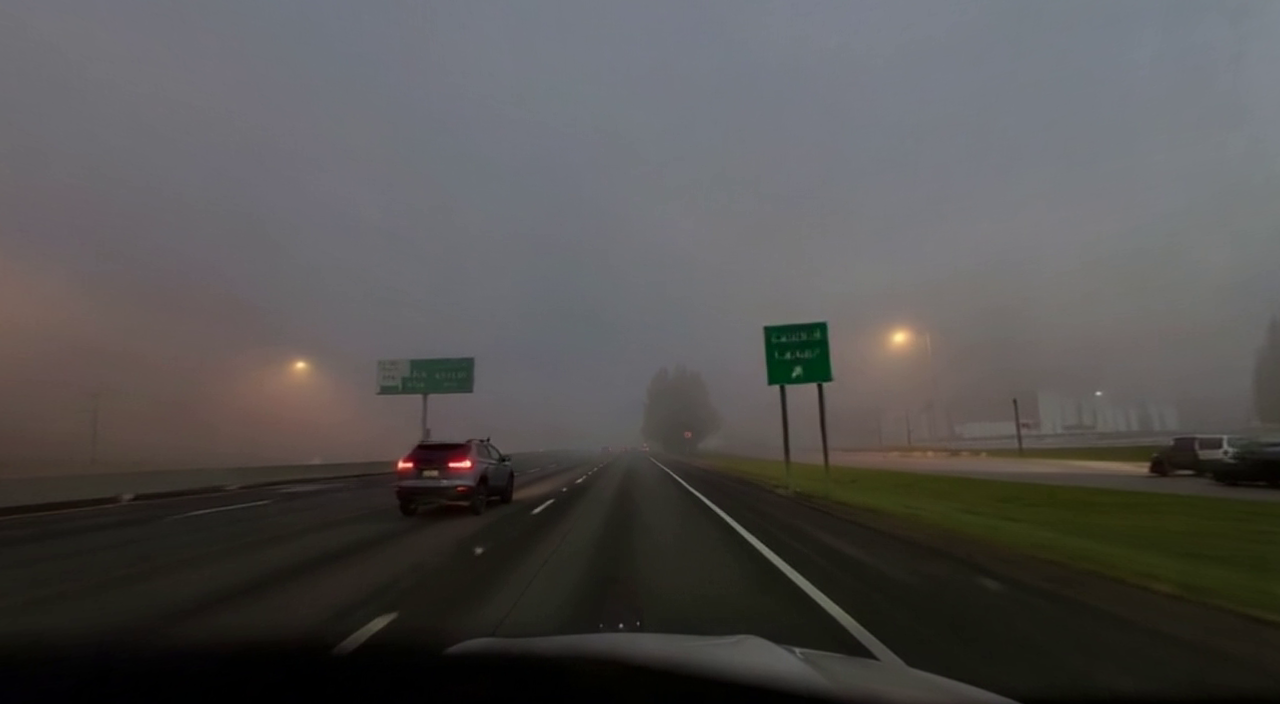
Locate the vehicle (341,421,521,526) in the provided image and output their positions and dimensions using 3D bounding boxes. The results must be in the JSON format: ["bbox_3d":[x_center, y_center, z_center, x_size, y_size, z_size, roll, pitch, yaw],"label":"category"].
[{"bbox_3d":[-4.023,2.434,13.209,2.150,1.761,4.697,0,-8,0],"label":"vehicle"}]
